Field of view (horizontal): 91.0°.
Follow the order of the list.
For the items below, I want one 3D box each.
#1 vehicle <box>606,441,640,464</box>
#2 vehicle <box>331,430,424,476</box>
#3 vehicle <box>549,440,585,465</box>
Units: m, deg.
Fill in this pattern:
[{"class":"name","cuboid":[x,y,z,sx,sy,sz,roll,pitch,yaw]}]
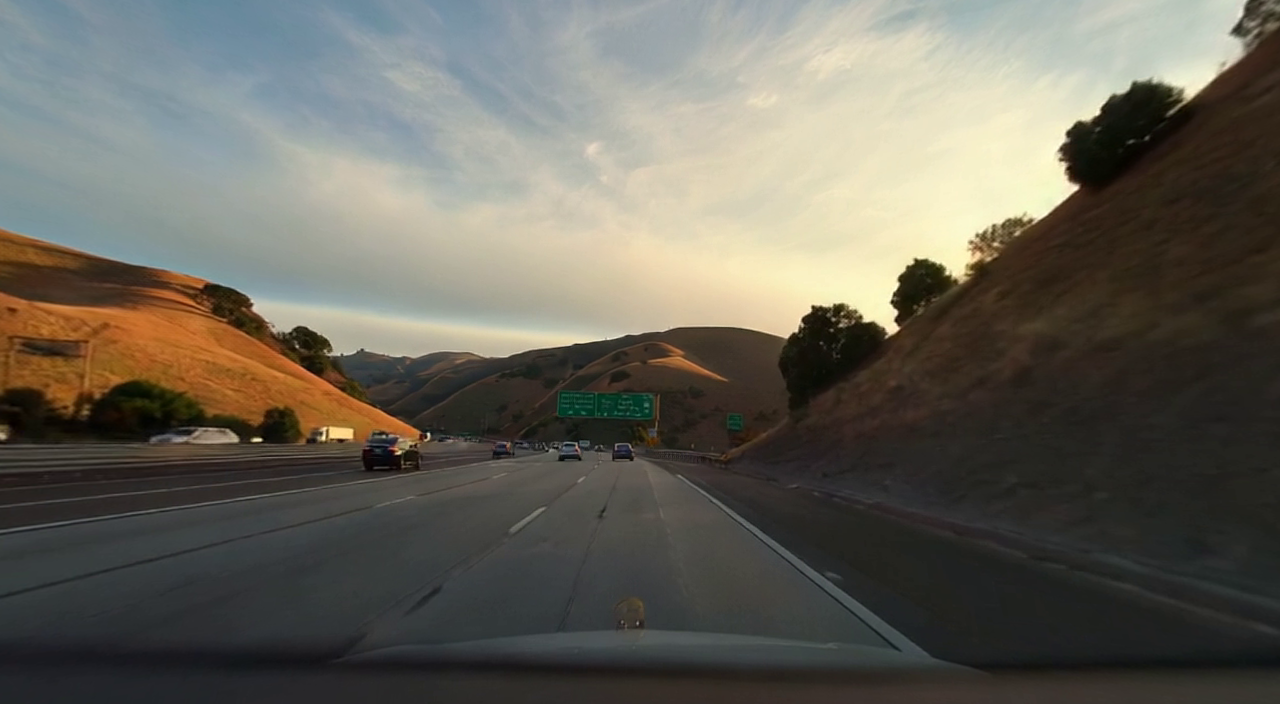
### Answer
[{"class":"vehicle","cuboid":[-1.278,7.400,46.567,2.421,1.594,4.248,0,-9,-2]},{"class":"vehicle","cuboid":[-12.079,4.680,29.417,2.219,1.923,4.985,0,-9,-1]},{"class":"vehicle","cuboid":[-5.045,7.017,44.074,2.060,1.631,4.214,0,-9,-1]}]
